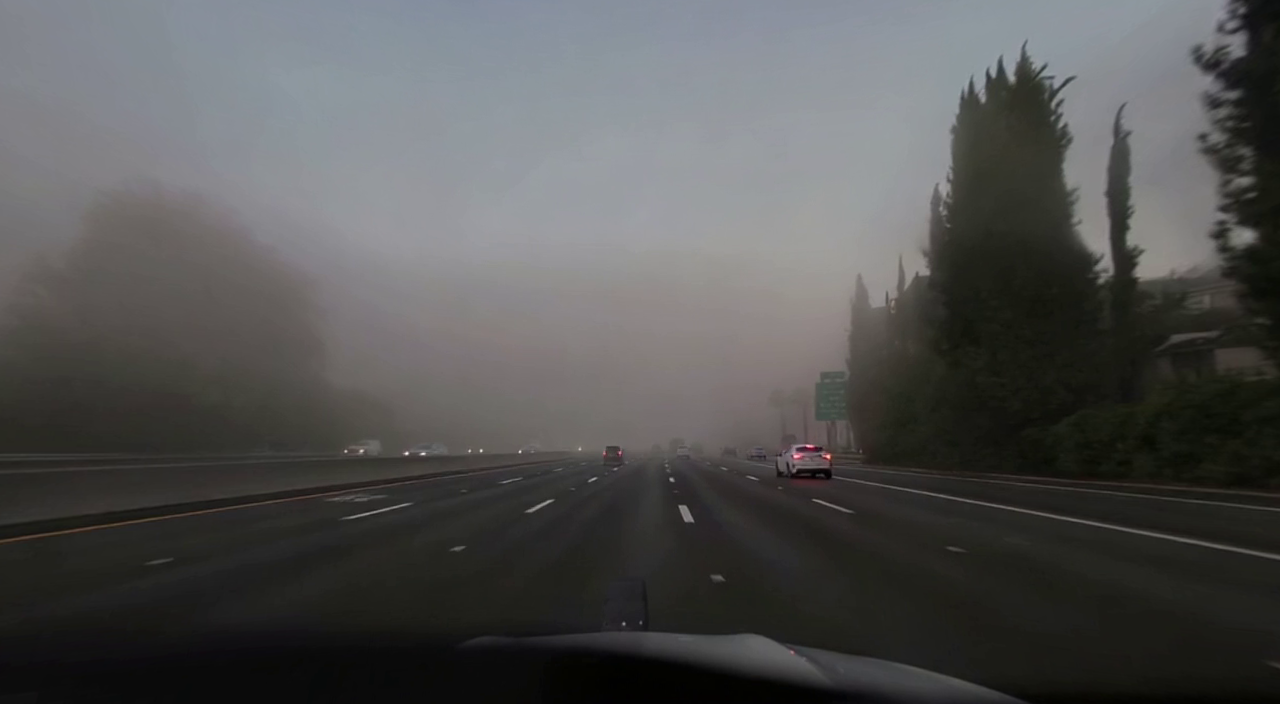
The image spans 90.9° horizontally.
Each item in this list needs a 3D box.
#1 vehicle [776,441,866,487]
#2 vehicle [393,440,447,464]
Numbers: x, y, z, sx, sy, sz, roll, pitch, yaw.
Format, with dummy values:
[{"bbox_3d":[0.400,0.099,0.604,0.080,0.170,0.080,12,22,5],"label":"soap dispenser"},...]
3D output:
[{"bbox_3d":[6.668,4.172,23.845,2.071,1.543,4.702,0,-8,1],"label":"vehicle"},{"bbox_3d":[-15.320,6.988,44.165,1.926,1.595,4.540,-1,-8,3],"label":"vehicle"}]
